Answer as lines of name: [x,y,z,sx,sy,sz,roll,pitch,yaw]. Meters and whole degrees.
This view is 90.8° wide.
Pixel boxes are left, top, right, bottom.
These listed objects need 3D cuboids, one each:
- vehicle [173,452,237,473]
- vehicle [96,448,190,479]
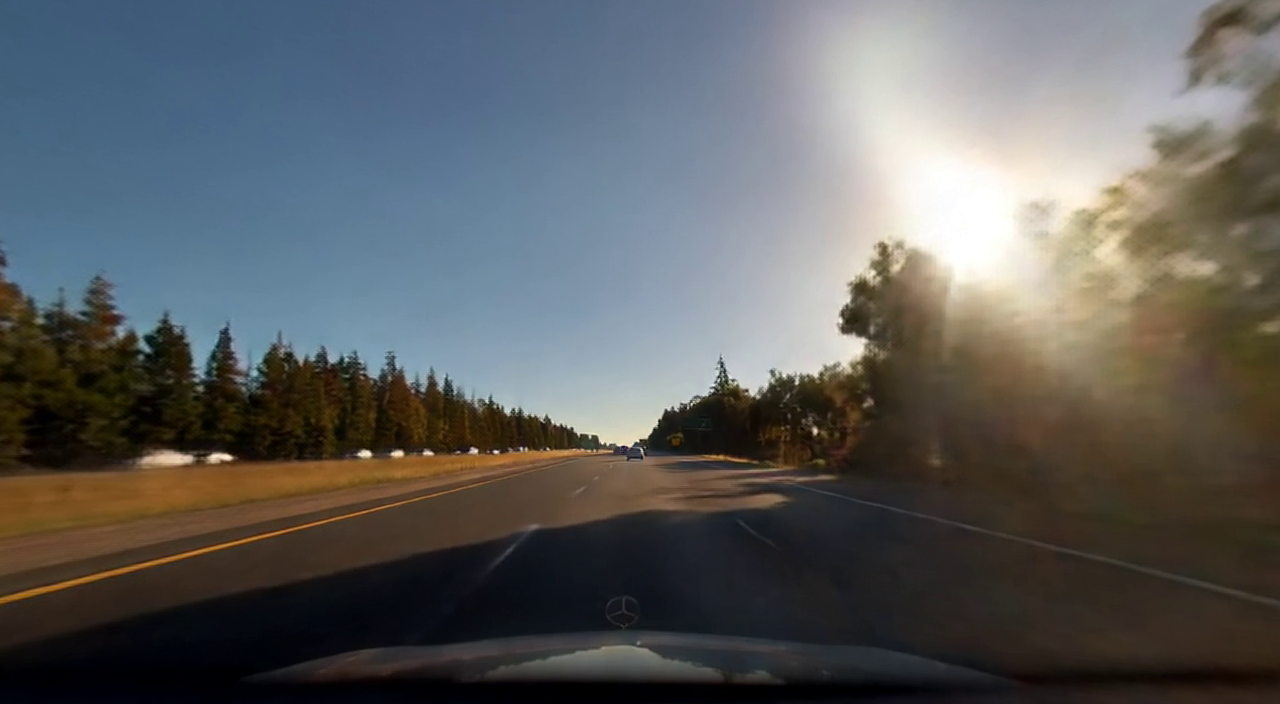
vehicle: [-32.606,8.272,47.502,1.805,1.464,4.189,0,-9,0]
vehicle: [-28.342,6.342,36.240,1.847,1.617,4.365,0,-9,0]
